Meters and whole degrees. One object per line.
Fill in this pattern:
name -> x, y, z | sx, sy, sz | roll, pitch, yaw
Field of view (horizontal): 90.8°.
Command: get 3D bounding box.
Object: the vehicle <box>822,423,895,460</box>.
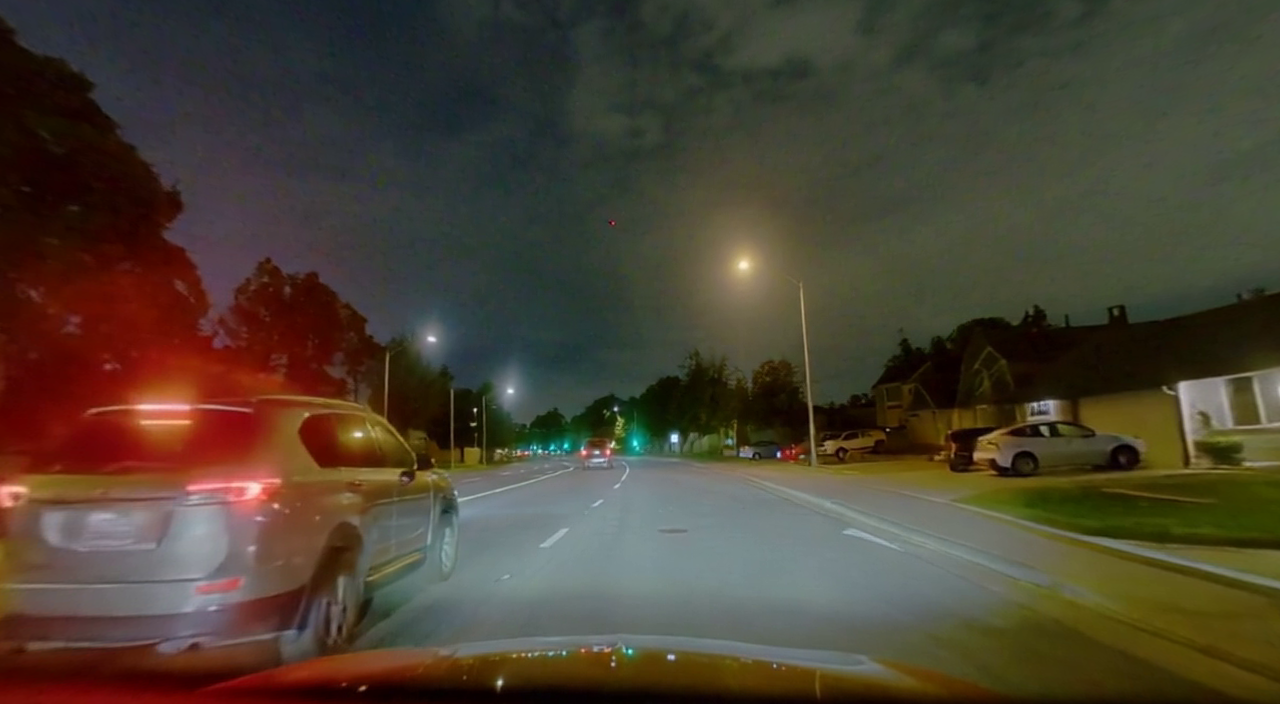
vehicle -> 11.826, 4.913, 34.654 | 2.138, 1.850, 4.930 | 0, -9, -1

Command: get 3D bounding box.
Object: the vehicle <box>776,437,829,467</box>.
vehicle -> 8.893, 5.511, 35.046 | 1.897, 1.524, 4.604 | -1, -9, 3

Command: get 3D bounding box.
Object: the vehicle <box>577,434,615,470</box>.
vehicle -> -2.702, 6.304, 40.042 | 2.085, 2.084, 5.133 | 0, -9, -1

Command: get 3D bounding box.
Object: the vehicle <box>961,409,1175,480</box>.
vehicle -> 11.266, 2.478, 16.901 | 4.249, 1.550, 1.843 | -3, -8, 2

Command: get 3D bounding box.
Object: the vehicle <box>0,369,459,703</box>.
vehicle -> -3.030, 1.202, 4.201 | 2.205, 1.590, 4.852 | 0, -9, 0
